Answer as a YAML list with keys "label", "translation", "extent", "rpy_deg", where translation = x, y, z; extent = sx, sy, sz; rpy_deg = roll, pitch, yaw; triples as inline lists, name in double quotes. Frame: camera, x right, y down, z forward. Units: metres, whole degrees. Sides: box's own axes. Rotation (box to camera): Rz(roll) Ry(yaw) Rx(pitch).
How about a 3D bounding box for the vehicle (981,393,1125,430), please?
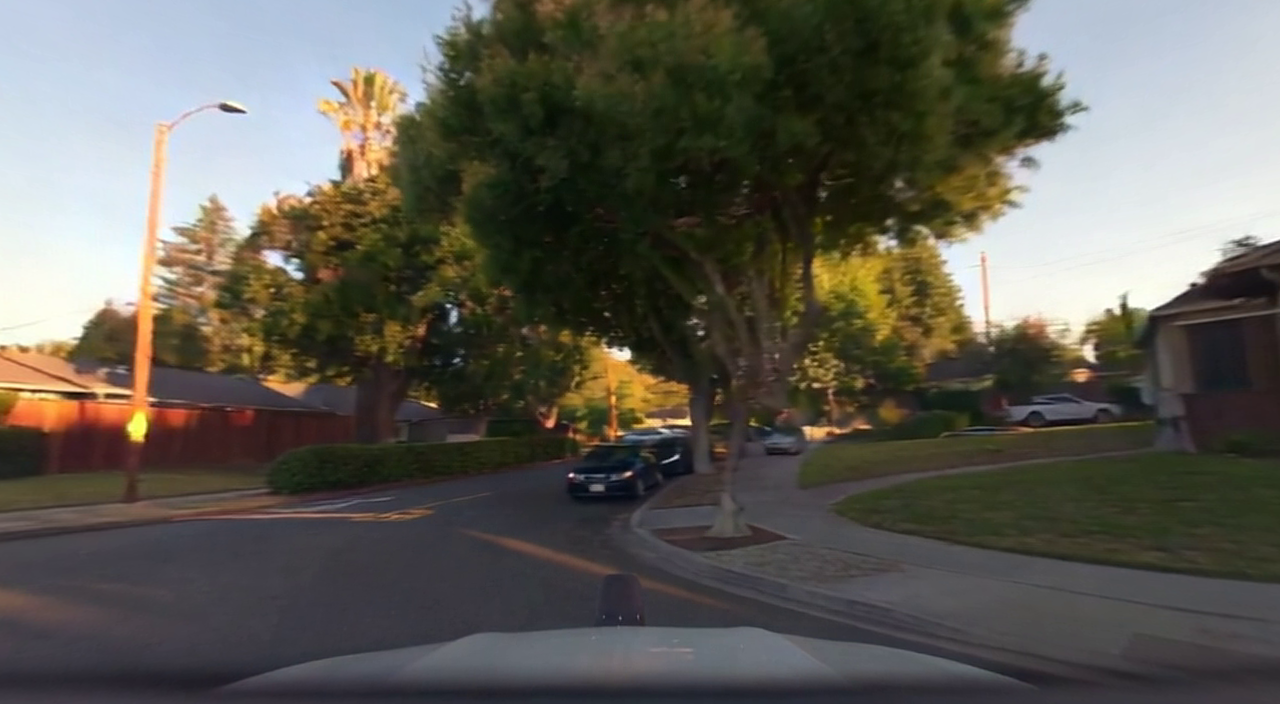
- label: "vehicle"
  translation: [18.054, 2.671, 27.893]
  extent: [4.799, 1.469, 2.010]
  rpy_deg: [-2, -9, 13]

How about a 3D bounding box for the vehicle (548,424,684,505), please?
- label: "vehicle"
  translation: [-0.315, 2.473, 14.280]
  extent: [1.969, 1.493, 4.681]
  rpy_deg: [-2, -9, 12]
